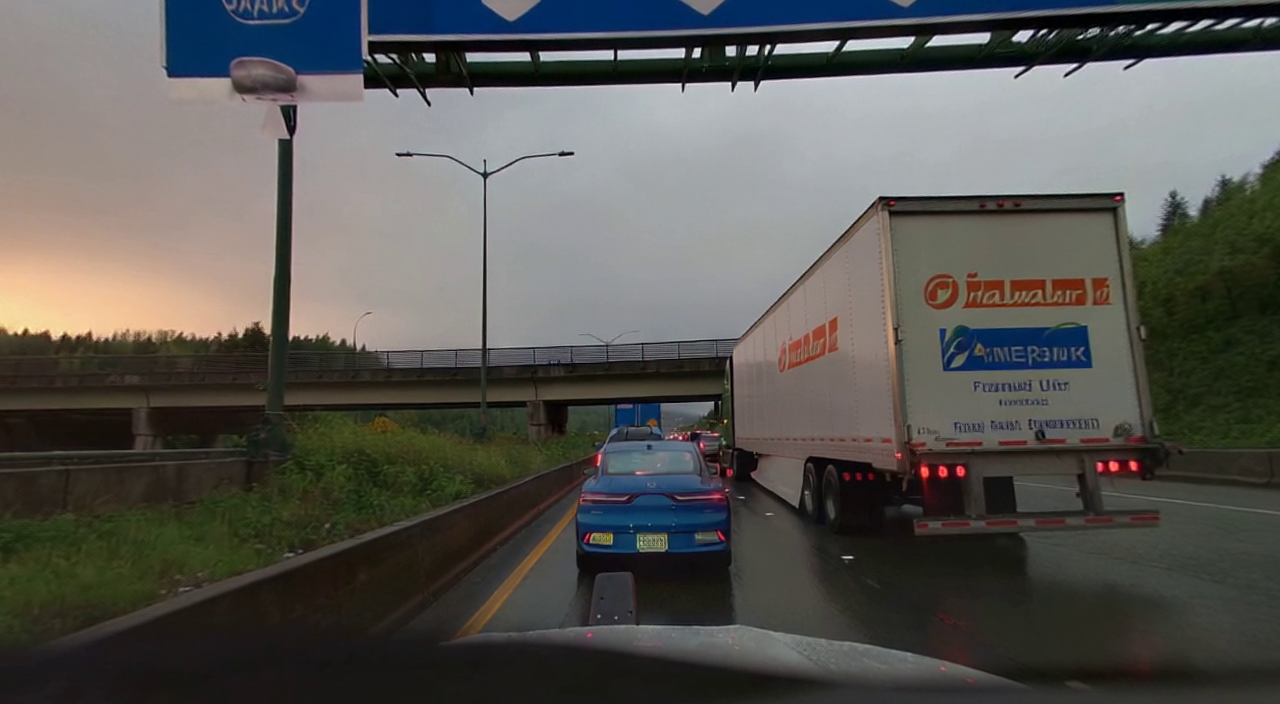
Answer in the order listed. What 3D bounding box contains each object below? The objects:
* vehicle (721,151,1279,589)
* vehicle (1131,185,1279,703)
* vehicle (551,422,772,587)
[{"bbox_3d":[4.193,1.062,12.938,2.827,4.081,14.305,0,-8,-1],"label":"vehicle"},{"bbox_3d":[4.731,0.111,0.640,2.892,2.615,6.650,0,-8,-2],"label":"vehicle"},{"bbox_3d":[0.183,1.674,7.697,2.045,1.490,3.597,-1,-8,0],"label":"vehicle"}]
